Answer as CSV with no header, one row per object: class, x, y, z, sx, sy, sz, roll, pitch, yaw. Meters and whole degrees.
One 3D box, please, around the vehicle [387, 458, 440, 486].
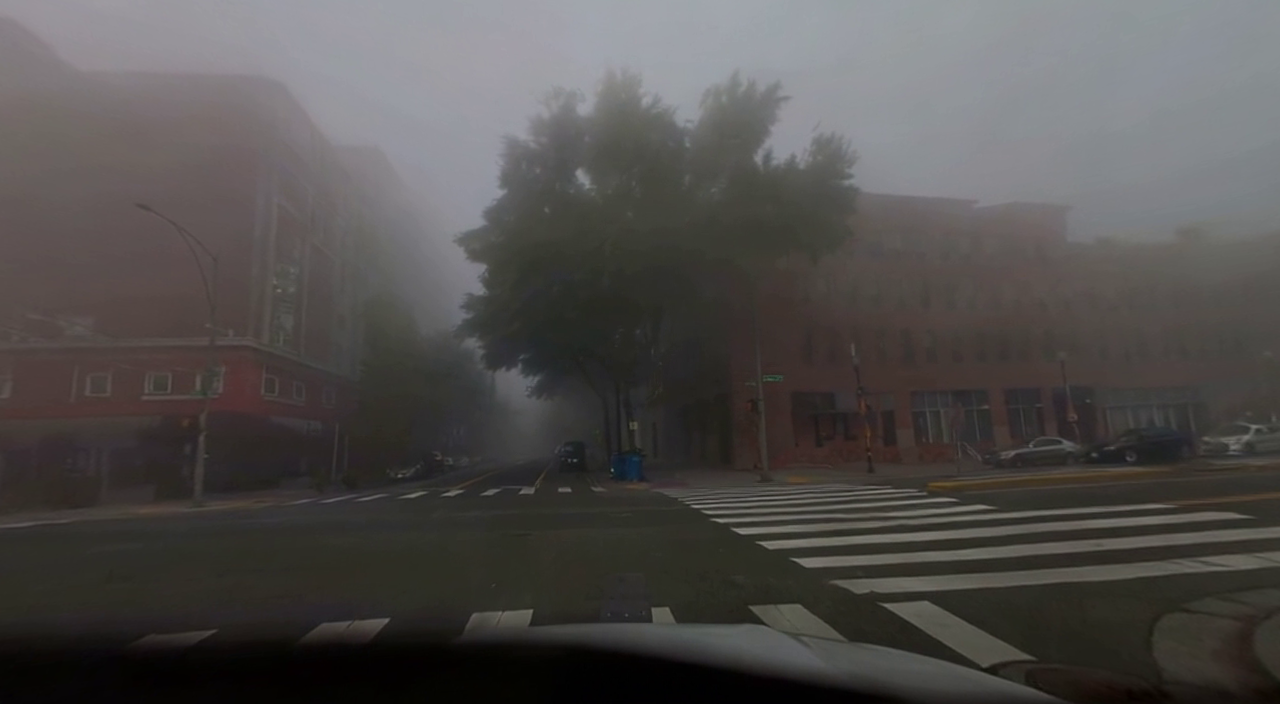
vehicle,-13.404,7.089,37.523,2.033,1.491,4.298,1,-9,-7
